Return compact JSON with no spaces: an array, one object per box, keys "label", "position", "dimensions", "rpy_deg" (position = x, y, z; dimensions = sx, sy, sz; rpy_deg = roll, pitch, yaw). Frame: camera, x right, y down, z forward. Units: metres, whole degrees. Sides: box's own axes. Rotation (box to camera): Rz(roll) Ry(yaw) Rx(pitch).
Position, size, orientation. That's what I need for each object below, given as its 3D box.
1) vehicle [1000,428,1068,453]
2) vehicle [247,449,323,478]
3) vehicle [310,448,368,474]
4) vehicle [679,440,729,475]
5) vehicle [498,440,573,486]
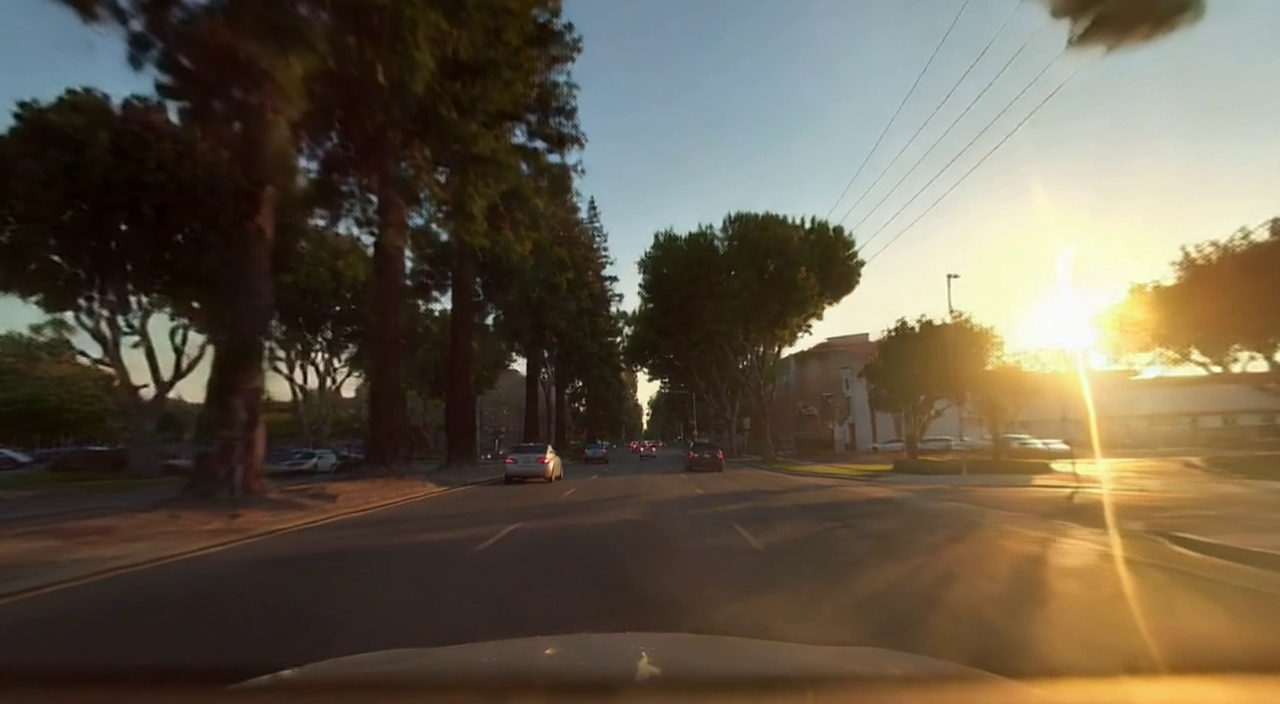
[{"label":"vehicle","position":[26.386,5.940,42.356],"dimensions":[1.677,1.591,4.298],"rpy_deg":[-1,-8,-1]},{"label":"vehicle","position":[-22.696,7.114,40.557],"dimensions":[2.040,1.757,4.730],"rpy_deg":[0,-8,1]},{"label":"vehicle","position":[-22.440,8.108,47.242],"dimensions":[1.958,1.780,4.479],"rpy_deg":[0,-8,2]},{"label":"vehicle","position":[3.003,5.064,30.491],"dimensions":[1.922,1.579,3.642],"rpy_deg":[0,-8,-2]},{"label":"vehicle","position":[-3.680,3.991,23.039],"dimensions":[1.908,1.481,4.536],"rpy_deg":[0,-8,1]}]
